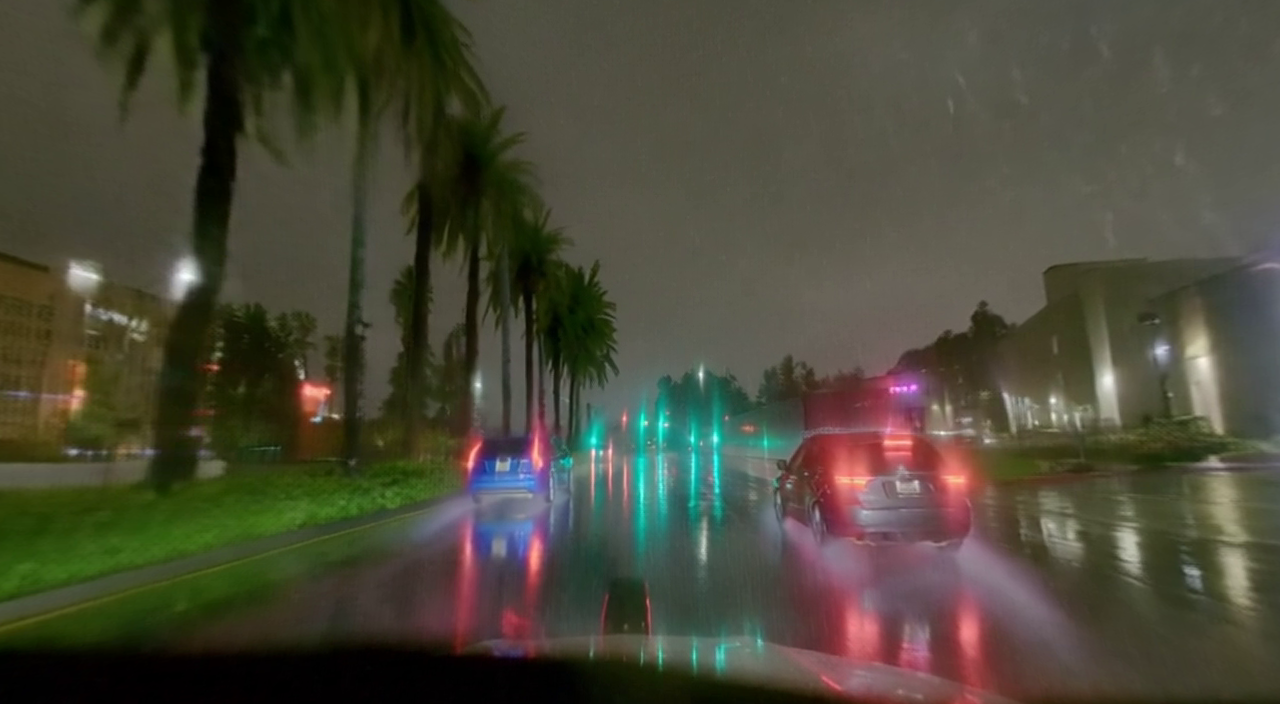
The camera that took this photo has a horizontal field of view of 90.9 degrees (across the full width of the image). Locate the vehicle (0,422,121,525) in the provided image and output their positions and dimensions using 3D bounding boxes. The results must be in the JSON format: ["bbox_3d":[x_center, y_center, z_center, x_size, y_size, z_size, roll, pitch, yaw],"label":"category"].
[{"bbox_3d":[-21.675,3.879,20.137,2.989,3.225,8.285,0,-8,1],"label":"vehicle"}]

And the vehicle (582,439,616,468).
[{"bbox_3d":[-2.621,6.642,41.333,1.998,1.743,4.402,0,-8,-1],"label":"vehicle"}]

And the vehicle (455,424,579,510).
[{"bbox_3d":[-2.824,2.770,15.596,2.058,1.804,4.391,-1,-8,2],"label":"vehicle"}]

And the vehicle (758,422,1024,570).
[{"bbox_3d":[2.996,1.800,8.667,1.946,1.513,4.133,0,-8,0],"label":"vehicle"}]

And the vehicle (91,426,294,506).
[{"bbox_3d":[-21.419,5.488,31.243,3.030,3.354,9.135,-1,-8,2],"label":"vehicle"}]
